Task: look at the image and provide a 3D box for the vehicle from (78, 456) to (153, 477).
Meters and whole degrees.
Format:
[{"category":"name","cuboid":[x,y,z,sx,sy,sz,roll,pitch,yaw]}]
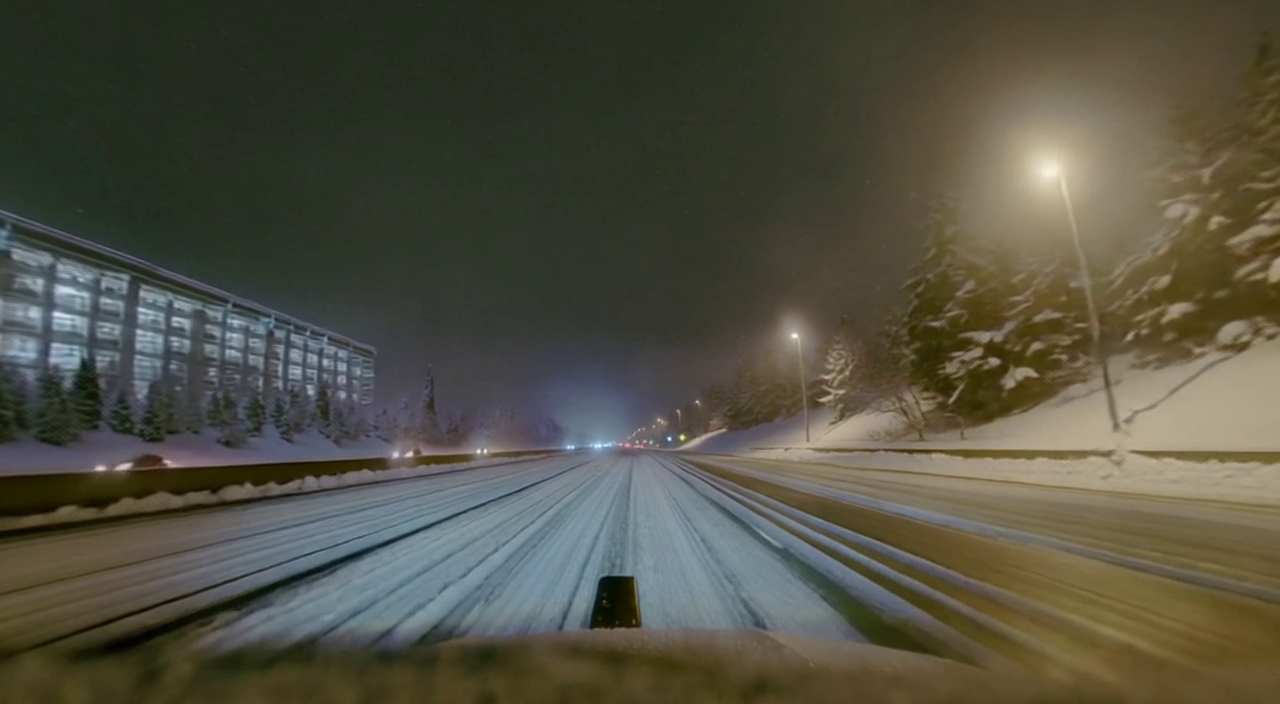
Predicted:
[{"category":"vehicle","cuboid":[-40.235,8.794,48.571,1.789,1.457,4.444,-1,-9,2]}]
